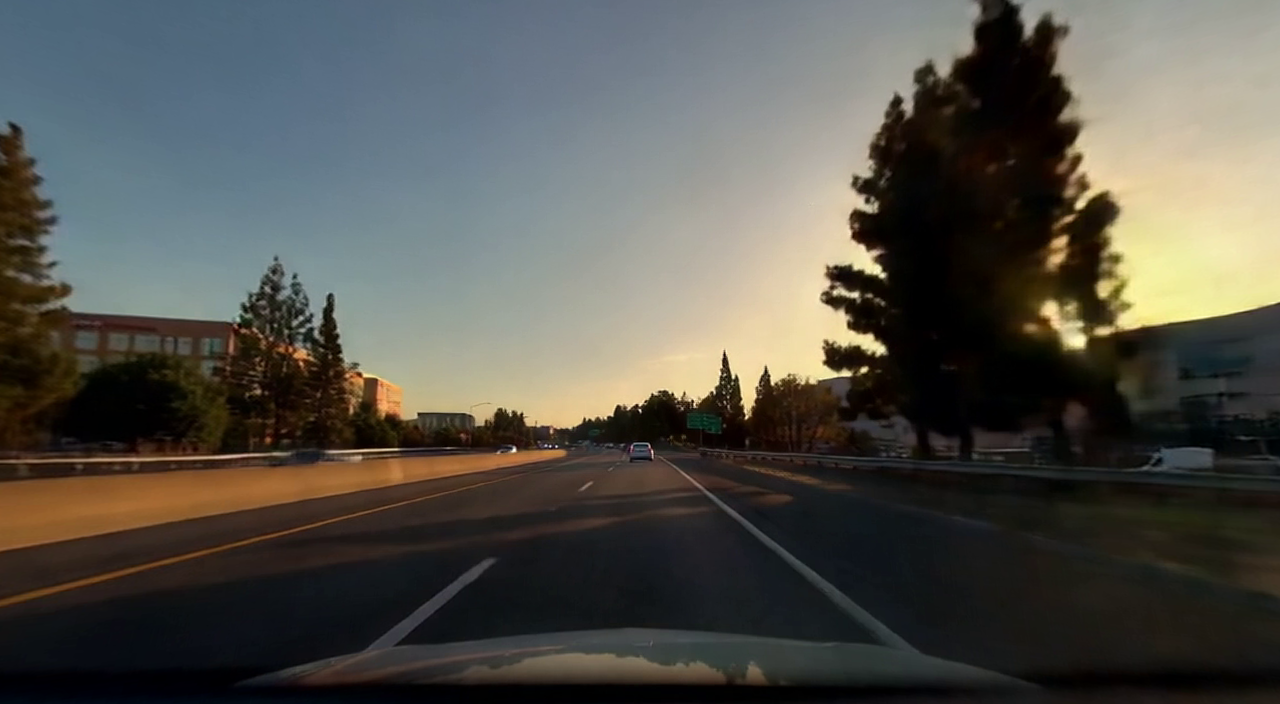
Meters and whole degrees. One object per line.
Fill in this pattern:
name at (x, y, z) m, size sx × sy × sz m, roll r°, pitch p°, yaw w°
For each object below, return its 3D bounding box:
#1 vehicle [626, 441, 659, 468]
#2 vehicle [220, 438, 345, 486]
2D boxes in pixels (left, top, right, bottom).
vehicle at (0.139, 6.635, 40.871) m, size 2.029 × 1.666 × 4.064 m, roll 0°, pitch -8°, yaw -1°
vehicle at (-13.605, 4.198, 24.296) m, size 2.236 × 1.670 × 4.389 m, roll 0°, pitch -8°, yaw 0°
